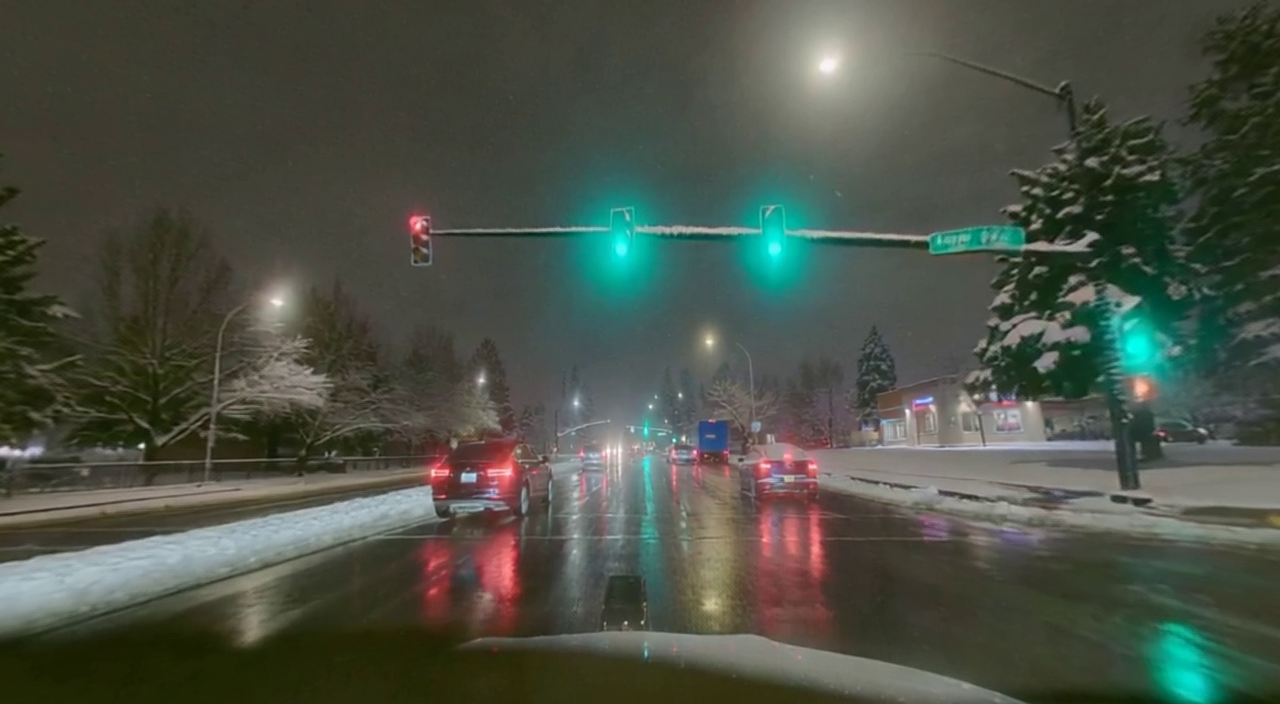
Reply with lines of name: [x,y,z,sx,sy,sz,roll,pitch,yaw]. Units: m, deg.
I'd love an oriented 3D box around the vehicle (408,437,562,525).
vehicle: [-2.994,2.586,13.274,2.003,1.509,4.396,0,-8,2]

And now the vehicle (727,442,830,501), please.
vehicle: [3.772,3.318,17.951,1.972,1.452,4.189,0,-8,0]

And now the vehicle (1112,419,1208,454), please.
vehicle: [40.313,6.623,49.065,2.787,2.561,5.416,-1,-9,1]

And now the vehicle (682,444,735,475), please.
vehicle: [3.438,5.476,32.392,2.020,1.461,4.326,0,-8,-3]

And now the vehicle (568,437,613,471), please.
vehicle: [-2.734,5.737,35.599,2.137,1.796,4.304,0,-8,1]
